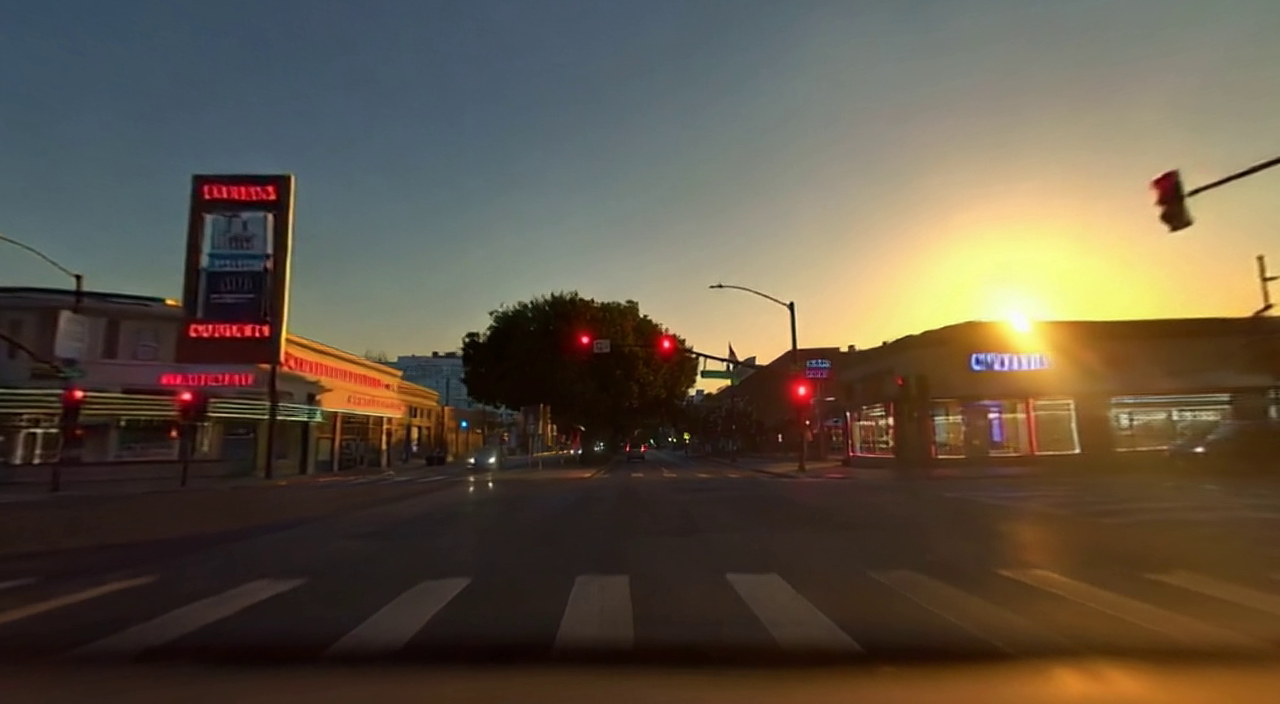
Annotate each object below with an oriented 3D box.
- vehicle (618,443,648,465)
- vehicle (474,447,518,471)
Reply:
[{"bbox_3d":[-0.525,7.180,44.632,2.045,1.510,3.690,0,-8,-1],"label":"vehicle"},{"bbox_3d":[-9.052,6.732,40.010,1.777,1.438,4.190,0,-8,0],"label":"vehicle"}]
